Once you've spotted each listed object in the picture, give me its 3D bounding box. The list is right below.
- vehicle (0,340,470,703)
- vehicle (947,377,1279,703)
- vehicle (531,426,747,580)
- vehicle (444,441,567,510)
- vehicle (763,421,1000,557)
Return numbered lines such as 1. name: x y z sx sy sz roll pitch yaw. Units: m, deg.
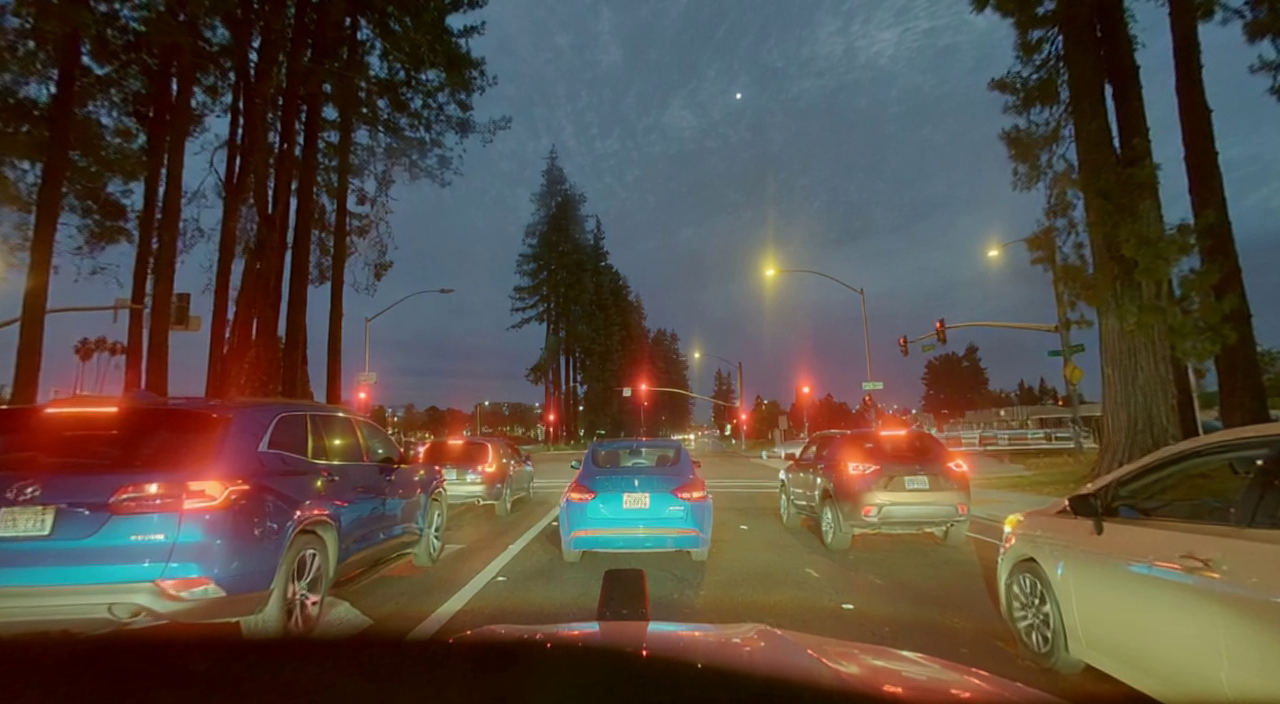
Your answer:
1. vehicle: -3.145 1.163 5.052 2.168 1.750 4.625 -1 -9 1
2. vehicle: 3.322 0.962 2.822 1.899 1.588 3.888 0 -8 0
3. vehicle: -0.033 1.802 8.324 2.147 1.507 3.953 0 -8 -1
4. vehicle: -3.060 2.902 15.312 1.975 1.420 4.196 -1 -9 1
5. vehicle: 3.411 2.019 10.019 2.040 1.647 4.379 0 -9 0
